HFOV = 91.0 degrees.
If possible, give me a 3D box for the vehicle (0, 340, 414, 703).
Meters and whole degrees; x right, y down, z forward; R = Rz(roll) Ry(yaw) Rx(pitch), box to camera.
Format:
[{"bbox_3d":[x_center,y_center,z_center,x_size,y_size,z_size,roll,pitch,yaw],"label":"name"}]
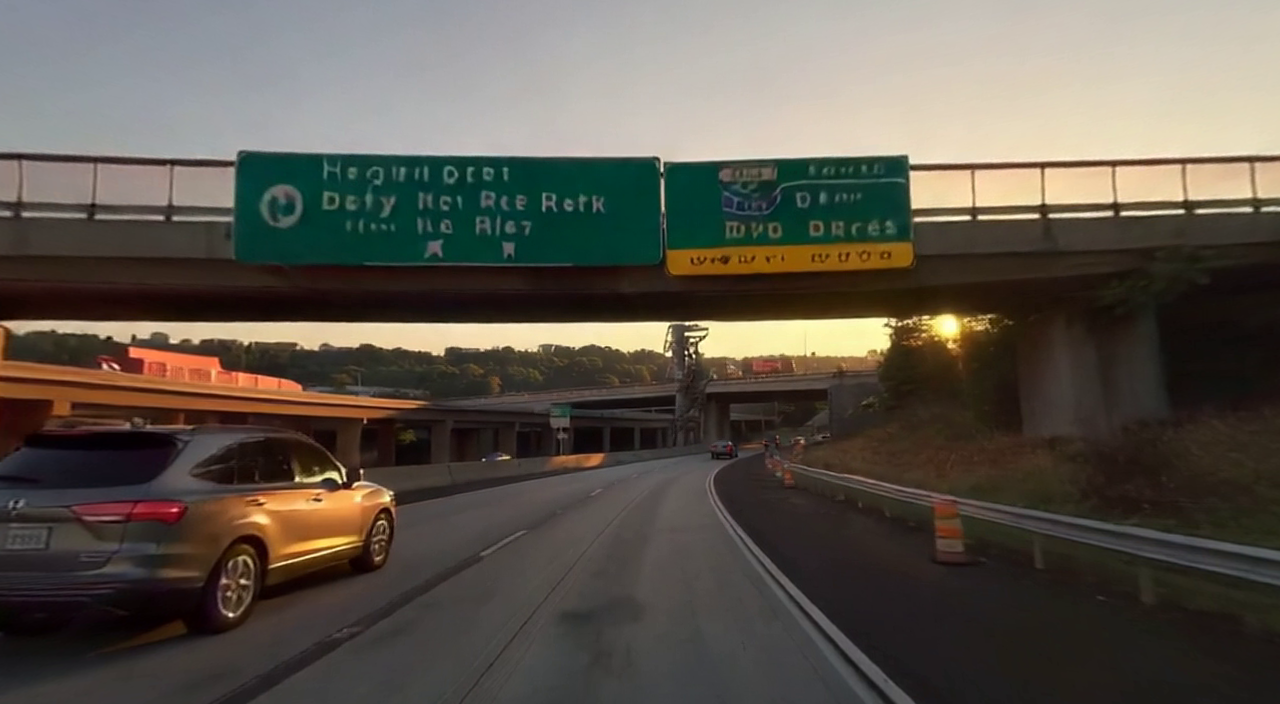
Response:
[{"bbox_3d":[-3.435,1.028,3.961,2.106,1.640,4.853,0,-9,2],"label":"vehicle"}]
